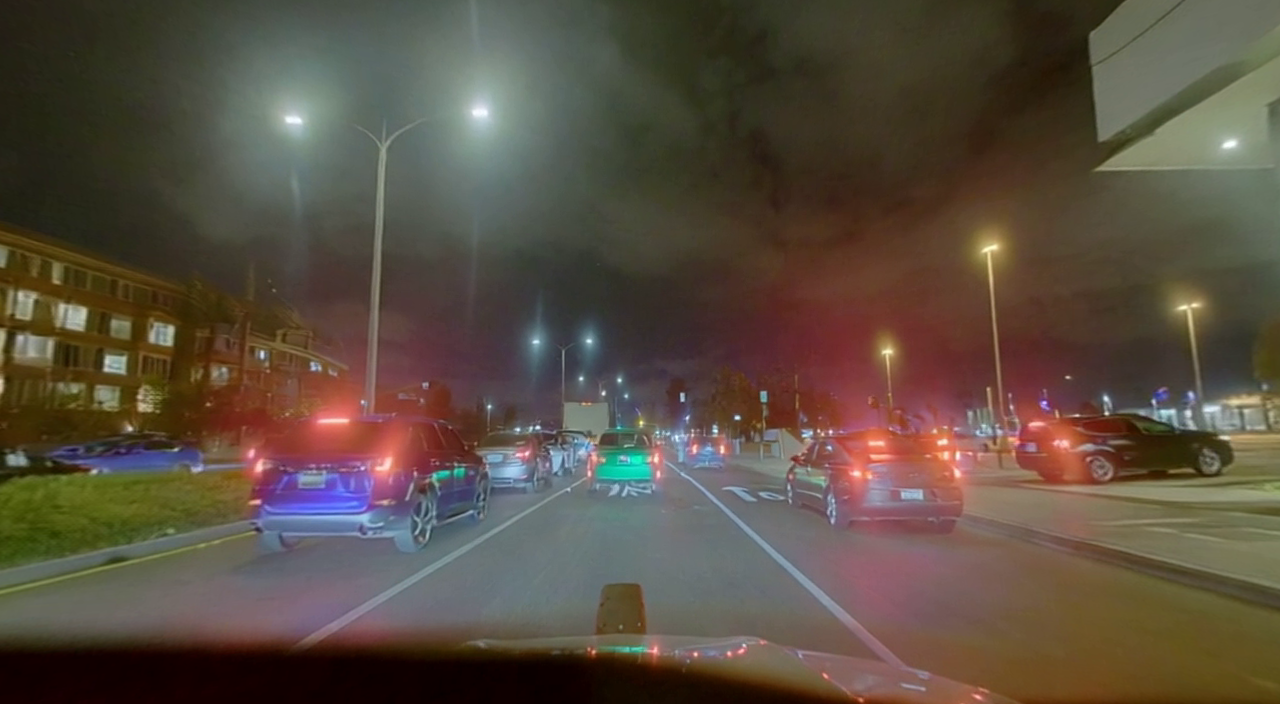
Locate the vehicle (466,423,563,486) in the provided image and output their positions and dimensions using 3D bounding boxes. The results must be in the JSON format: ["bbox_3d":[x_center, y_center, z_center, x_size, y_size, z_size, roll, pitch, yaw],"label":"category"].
[{"bbox_3d":[-3.686,3.125,19.307,2.012,1.701,4.316,0,-8,1],"label":"vehicle"}]

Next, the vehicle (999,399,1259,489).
[{"bbox_3d":[12.525,2.396,16.408,4.991,1.978,2.090,-8,-11,42],"label":"vehicle"}]

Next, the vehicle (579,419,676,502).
[{"bbox_3d":[-0.216,2.561,15.170,2.022,1.700,4.084,0,-8,1],"label":"vehicle"}]

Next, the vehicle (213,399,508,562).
[{"bbox_3d":[-3.417,1.671,8.844,2.047,1.710,4.314,0,-8,2],"label":"vehicle"}]

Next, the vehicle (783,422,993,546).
[{"bbox_3d":[3.597,1.965,9.970,1.847,1.554,3.885,0,-8,2],"label":"vehicle"}]

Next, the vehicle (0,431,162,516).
[{"bbox_3d":[-12.397,2.399,12.793,1.843,1.509,4.301,0,-8,1],"label":"vehicle"}]

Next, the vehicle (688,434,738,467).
[{"bbox_3d":[3.398,4.687,29.981,1.948,1.475,4.093,0,-8,0],"label":"vehicle"}]
